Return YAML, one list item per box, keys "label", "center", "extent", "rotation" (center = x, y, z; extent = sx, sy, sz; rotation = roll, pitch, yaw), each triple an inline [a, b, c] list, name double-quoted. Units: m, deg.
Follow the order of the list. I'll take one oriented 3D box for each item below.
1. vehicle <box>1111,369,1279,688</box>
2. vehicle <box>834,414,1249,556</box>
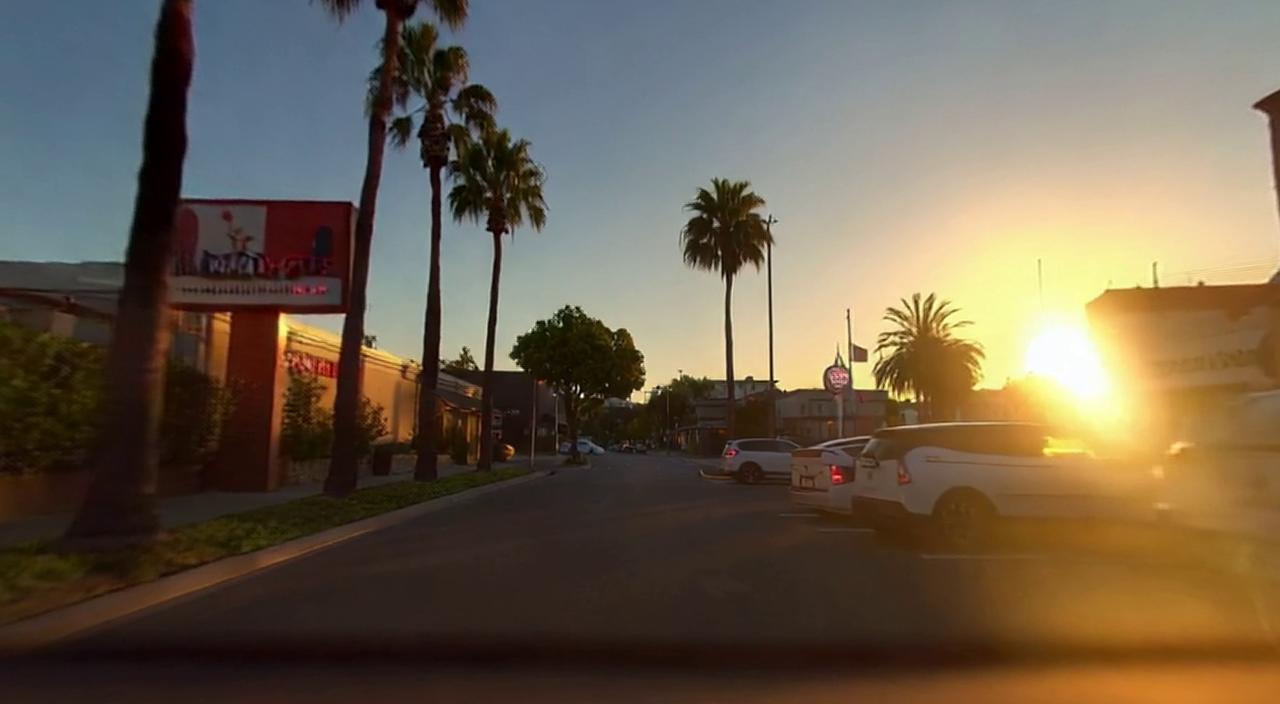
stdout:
- label: "vehicle"
  center: [5.735, 1.089, 3.776]
  extent: [4.237, 1.771, 1.995]
  rotation: [2, -10, -2]
- label: "vehicle"
  center: [5.559, 1.872, 9.250]
  extent: [4.743, 1.800, 1.952]
  rotation: [1, -9, -3]
